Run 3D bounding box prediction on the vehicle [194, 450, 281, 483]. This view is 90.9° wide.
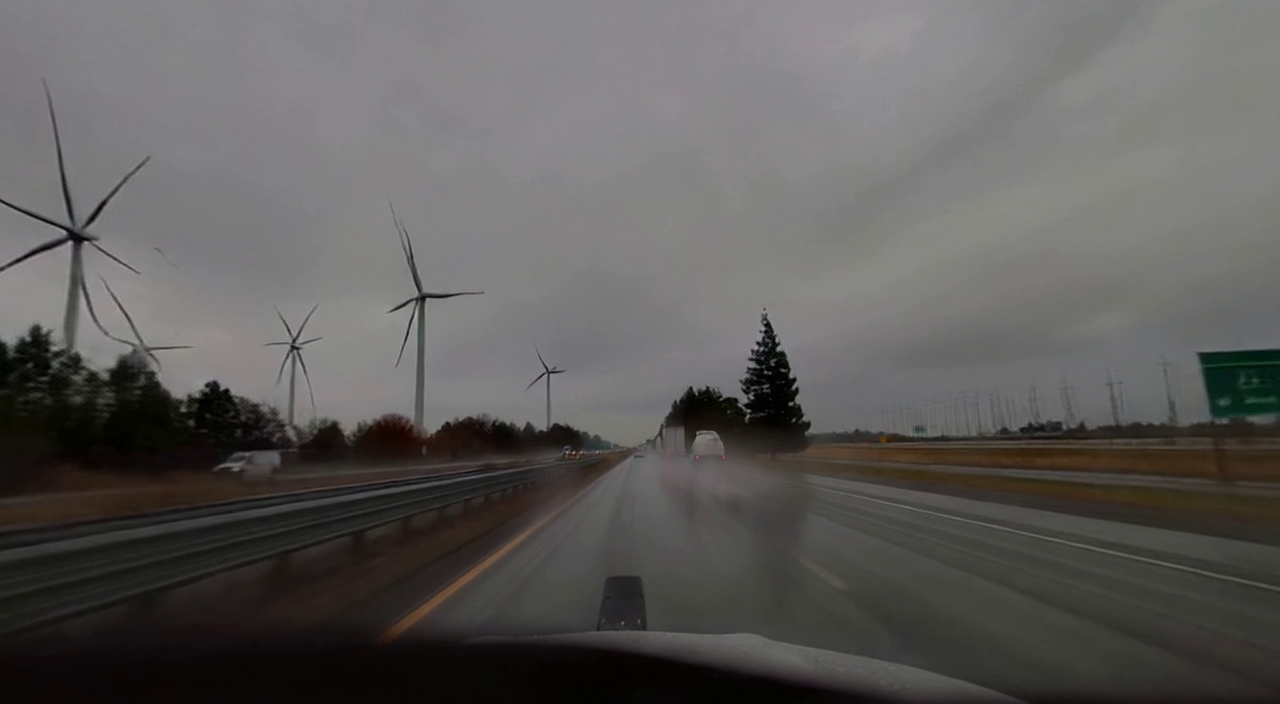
[{"bbox_3d":[-25.761,7.313,40.618,2.071,1.956,5.251,0,-9,1],"label":"vehicle"}]

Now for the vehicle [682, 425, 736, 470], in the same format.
[{"bbox_3d":[4.267,6.058,39.872,2.609,2.648,5.397,0,-9,-2],"label":"vehicle"}]
